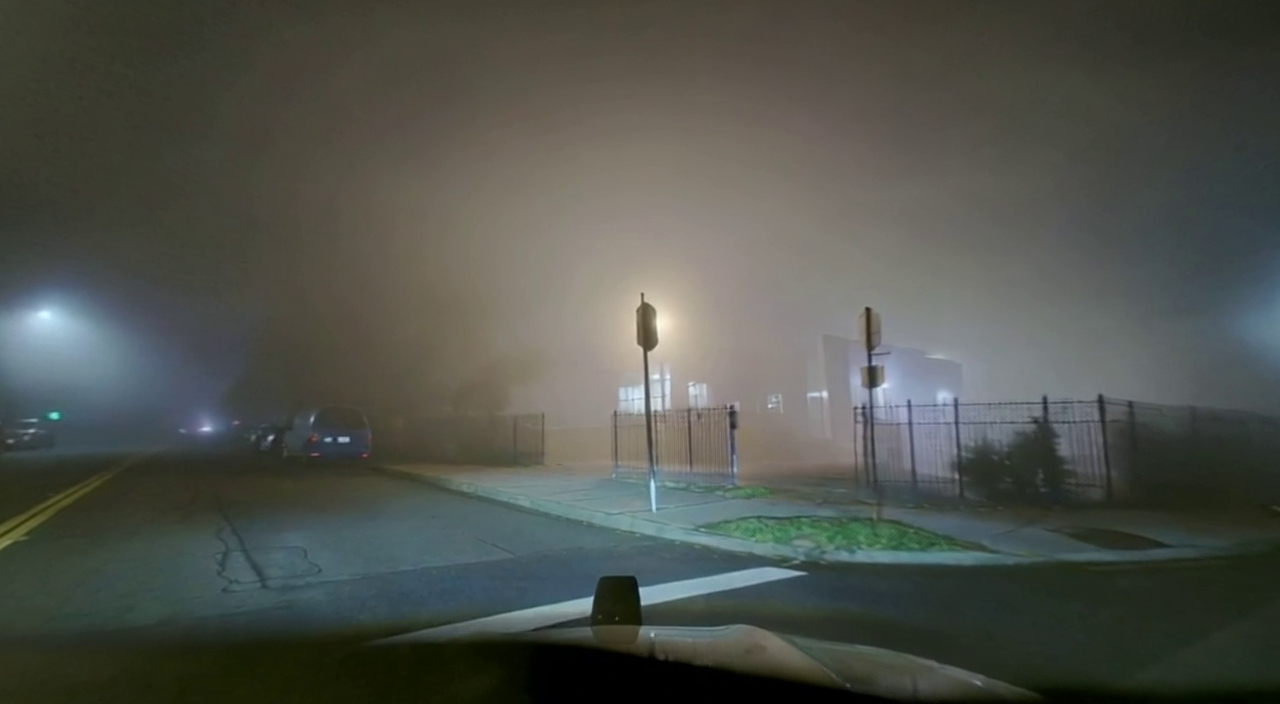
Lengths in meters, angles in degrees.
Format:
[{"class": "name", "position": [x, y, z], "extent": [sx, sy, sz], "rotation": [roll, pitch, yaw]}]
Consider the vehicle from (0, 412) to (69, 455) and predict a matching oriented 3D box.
[{"class": "vehicle", "position": [-30.393, 4.059, 31.079], "extent": [2.504, 1.919, 5.658], "rotation": [6, -10, -34]}]

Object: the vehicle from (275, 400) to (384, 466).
[{"class": "vehicle", "position": [-11.245, 2.949, 22.622], "extent": [2.327, 2.021, 5.850], "rotation": [6, -10, -36]}]
